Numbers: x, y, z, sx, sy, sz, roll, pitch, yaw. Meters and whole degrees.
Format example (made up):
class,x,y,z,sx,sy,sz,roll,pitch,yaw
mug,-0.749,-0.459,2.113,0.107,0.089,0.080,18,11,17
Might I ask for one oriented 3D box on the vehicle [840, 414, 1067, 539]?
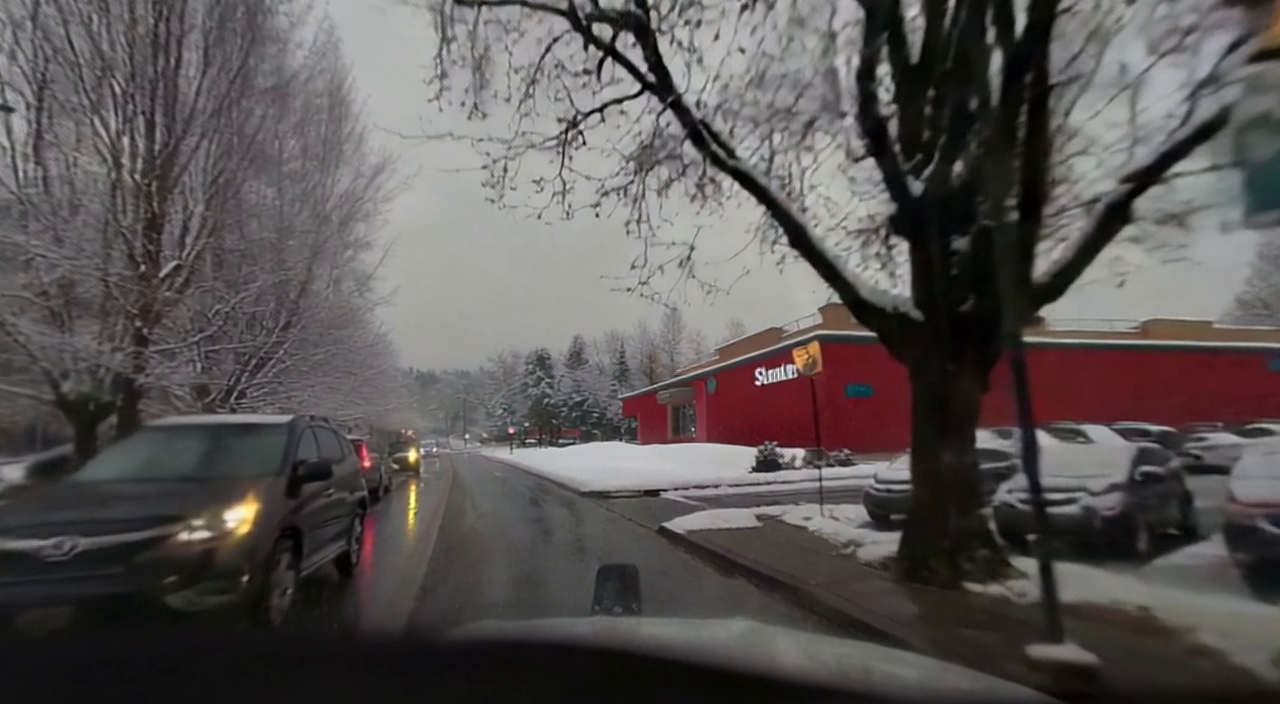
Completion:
class,x,y,z,sx,sy,sz,roll,pitch,yaw
vehicle,5.249,1.935,10.424,3.575,1.473,1.785,0,-8,-37

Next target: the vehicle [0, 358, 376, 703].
class,x,y,z,sx,sy,sz,roll,pitch,yaw
vehicle,-3.565,1.176,4.922,2.065,1.773,4.128,2,-8,-14

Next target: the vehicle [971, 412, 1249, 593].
class,x,y,z,sx,sy,sz,roll,pitch,yaw
vehicle,5.765,1.583,7.572,3.556,1.441,1.935,2,-9,-43
